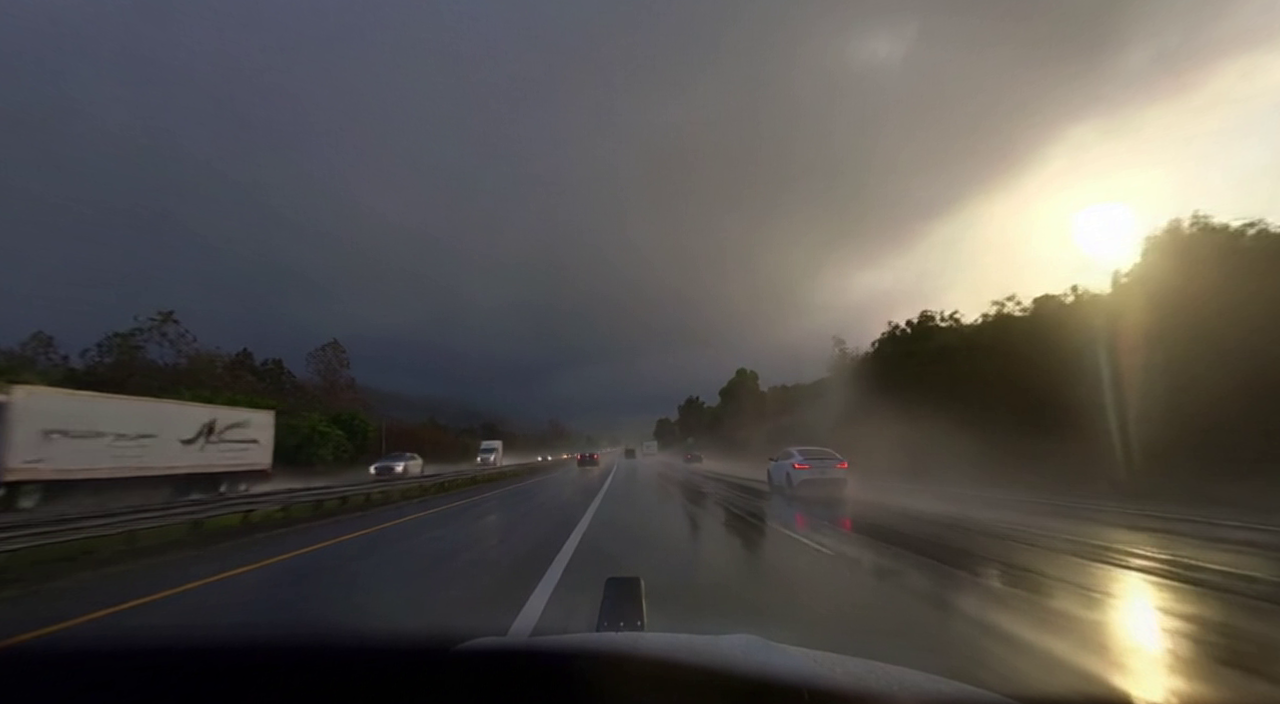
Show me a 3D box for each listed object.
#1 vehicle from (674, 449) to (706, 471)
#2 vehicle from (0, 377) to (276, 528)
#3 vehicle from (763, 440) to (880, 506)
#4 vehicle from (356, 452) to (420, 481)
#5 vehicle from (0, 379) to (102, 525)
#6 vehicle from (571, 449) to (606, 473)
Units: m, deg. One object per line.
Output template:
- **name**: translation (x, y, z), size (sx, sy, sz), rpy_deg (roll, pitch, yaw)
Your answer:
- **vehicle**: translation (3.546, 7.703, 45.103), size (1.846, 1.480, 3.694), rpy_deg (0, -9, -2)
- **vehicle**: translation (-19.466, 3.834, 24.298), size (2.919, 4.173, 14.038), rpy_deg (0, -9, -2)
- **vehicle**: translation (4.783, 3.232, 17.263), size (1.903, 1.566, 3.866), rpy_deg (0, -9, -2)
- **vehicle**: translation (-15.411, 6.992, 38.833), size (2.034, 1.647, 4.778), rpy_deg (0, -9, -1)
- **vehicle**: translation (-19.254, 2.803, 17.670), size (2.977, 4.017, 5.889), rpy_deg (0, -9, -2)
- **vehicle**: translation (-3.420, 7.316, 42.564), size (2.021, 1.507, 4.272), rpy_deg (0, -9, -1)
